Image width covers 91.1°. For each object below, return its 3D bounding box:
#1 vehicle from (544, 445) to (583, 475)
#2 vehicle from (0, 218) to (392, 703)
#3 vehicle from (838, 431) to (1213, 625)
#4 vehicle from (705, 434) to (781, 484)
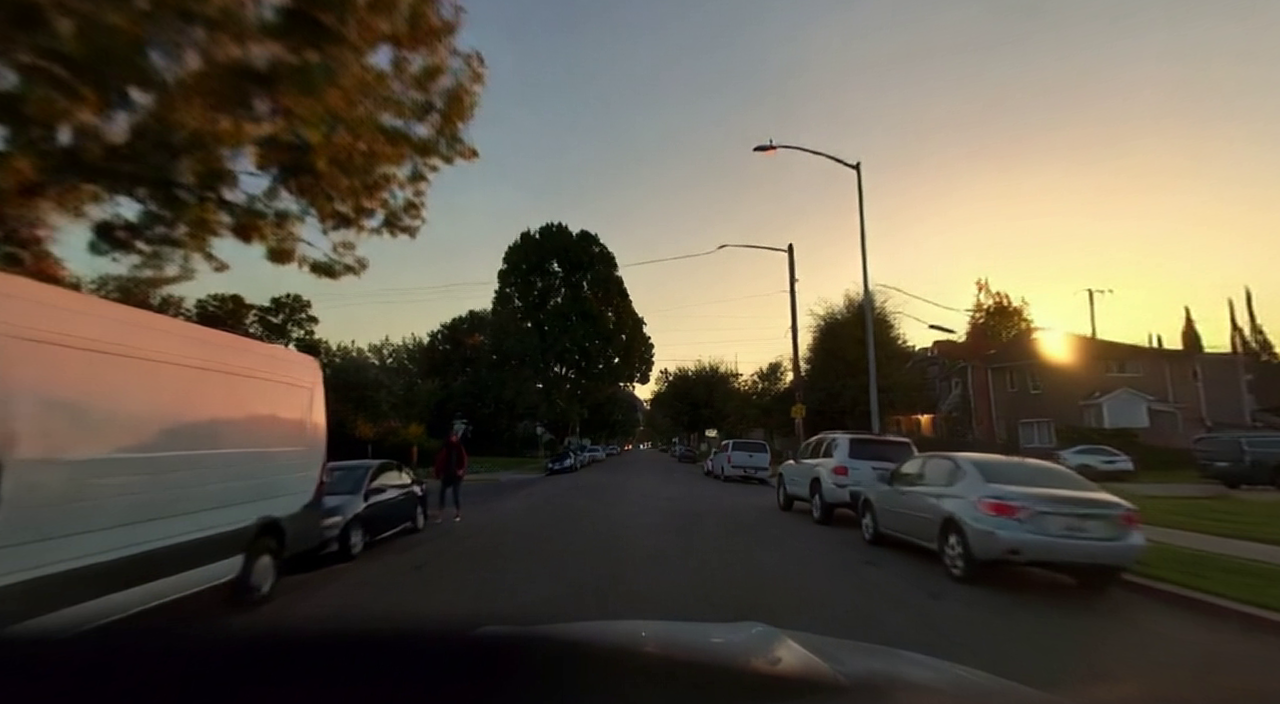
[{"bbox_3d":[-4.432,6.296,36.932,1.870,1.562,4.212,-3,-8,-2],"label":"vehicle"},{"bbox_3d":[-4.399,0.893,4.596,2.470,2.613,5.989,-4,-9,4],"label":"vehicle"},{"bbox_3d":[4.030,1.847,7.692,1.839,1.520,4.498,3,-8,1],"label":"vehicle"},{"bbox_3d":[4.162,4.454,26.417,2.215,1.897,5.131,0,-9,-1],"label":"vehicle"}]
